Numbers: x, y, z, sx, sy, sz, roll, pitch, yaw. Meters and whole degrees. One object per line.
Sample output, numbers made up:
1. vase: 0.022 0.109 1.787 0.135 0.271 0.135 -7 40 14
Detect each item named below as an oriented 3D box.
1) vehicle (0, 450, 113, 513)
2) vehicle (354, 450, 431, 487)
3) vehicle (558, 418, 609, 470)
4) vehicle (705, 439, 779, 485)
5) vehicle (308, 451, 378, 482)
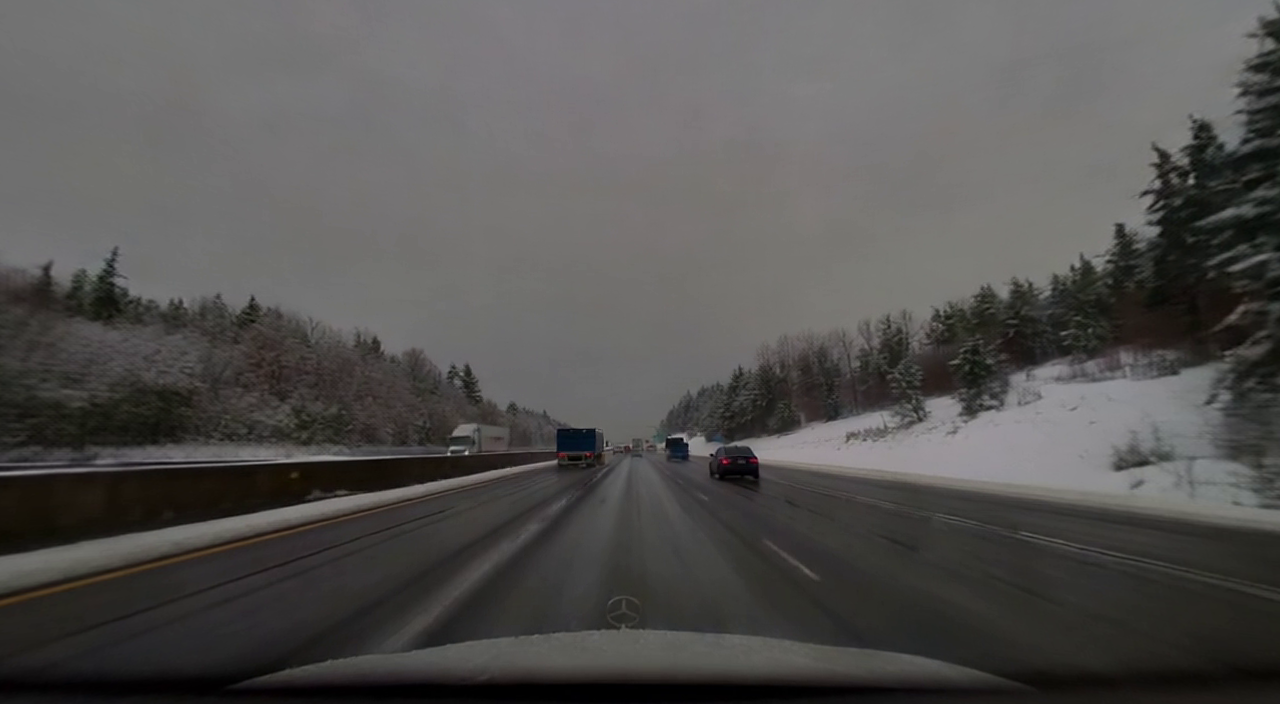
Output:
1. vehicle: -19.266 3.946 19.525 1.935 1.800 4.470 0 -9 0
2. vehicle: -11.367 5.345 29.300 1.803 1.570 4.402 0 -9 0
3. vehicle: -3.669 6.255 42.524 2.667 3.195 6.731 0 -9 1
4. vehicle: 3.707 4.080 23.625 1.983 1.545 4.038 0 -9 -1
5. vehicle: -15.612 6.020 33.391 1.692 1.483 4.077 0 -9 0
